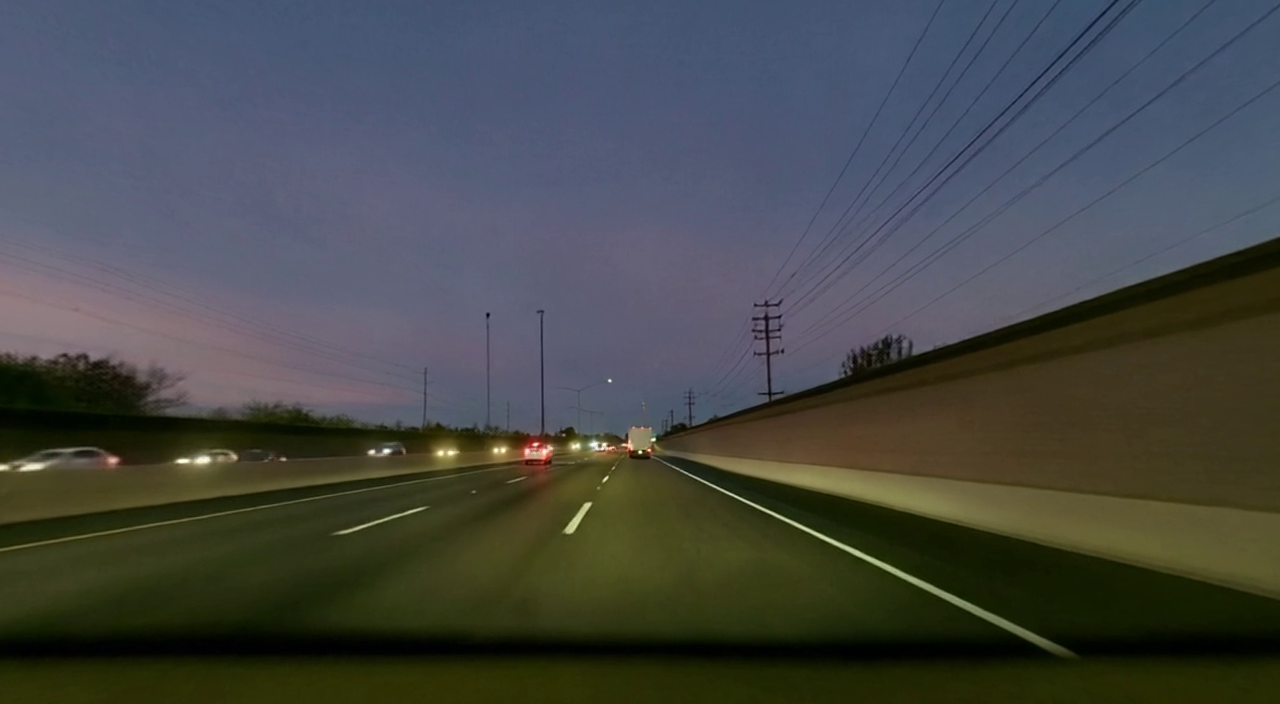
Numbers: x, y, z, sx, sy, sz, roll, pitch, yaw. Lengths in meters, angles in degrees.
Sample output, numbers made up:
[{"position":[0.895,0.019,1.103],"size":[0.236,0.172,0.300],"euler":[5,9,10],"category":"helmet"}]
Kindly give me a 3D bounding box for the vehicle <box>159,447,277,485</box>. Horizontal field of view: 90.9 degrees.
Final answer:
[{"position":[-17.960,4.860,27.172],"size":[1.861,1.454,4.705],"euler":[0,-8,0],"category":"vehicle"}]

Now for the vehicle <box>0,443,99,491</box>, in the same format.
[{"position":[-21.803,3.983,22.019],"size":[1.824,1.544,4.480],"euler":[0,-8,-1],"category":"vehicle"}]

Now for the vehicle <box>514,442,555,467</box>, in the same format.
[{"position":[-7.269,7.095,43.980],"size":[2.064,1.642,4.389],"euler":[0,-8,0],"category":"vehicle"}]
